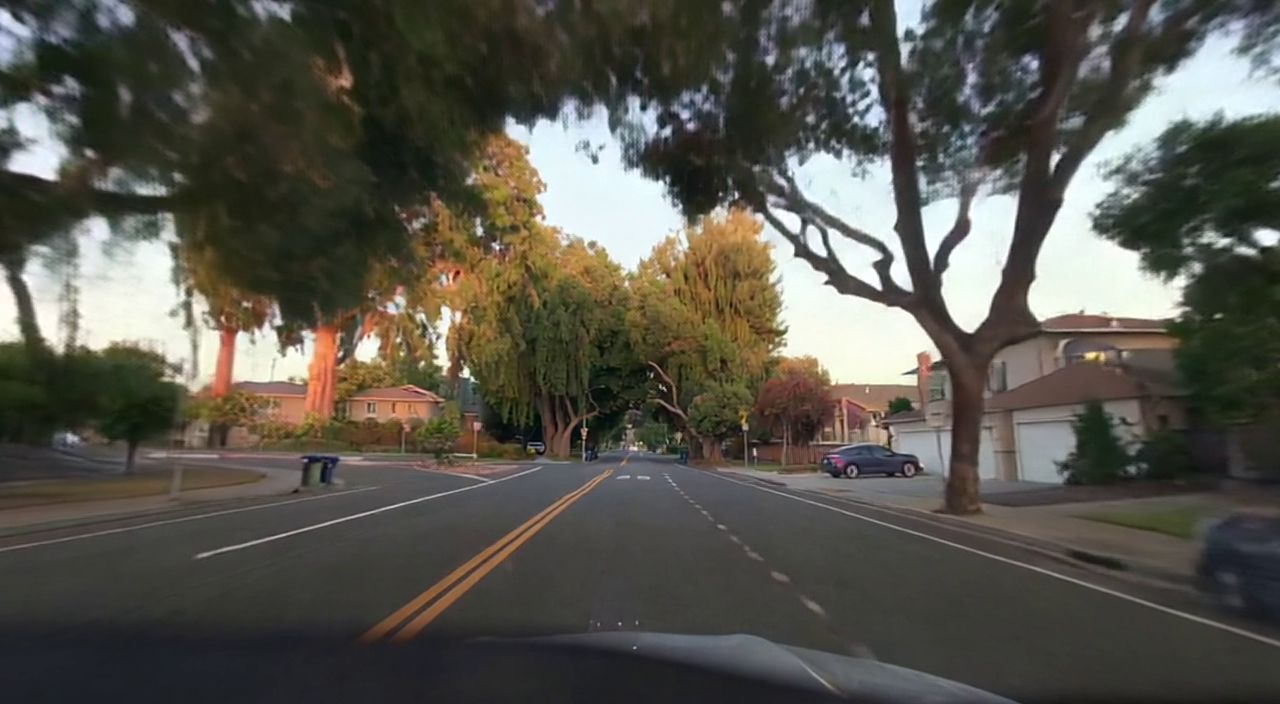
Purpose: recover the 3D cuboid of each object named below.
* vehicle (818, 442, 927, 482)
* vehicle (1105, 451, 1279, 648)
[{"bbox_3d":[11.047,5.234,30.296,4.453,1.590,1.861,-3,-6,2],"label":"vehicle"},{"bbox_3d":[5.862,1.375,3.999,2.087,1.446,4.755,0,-9,-2],"label":"vehicle"}]
